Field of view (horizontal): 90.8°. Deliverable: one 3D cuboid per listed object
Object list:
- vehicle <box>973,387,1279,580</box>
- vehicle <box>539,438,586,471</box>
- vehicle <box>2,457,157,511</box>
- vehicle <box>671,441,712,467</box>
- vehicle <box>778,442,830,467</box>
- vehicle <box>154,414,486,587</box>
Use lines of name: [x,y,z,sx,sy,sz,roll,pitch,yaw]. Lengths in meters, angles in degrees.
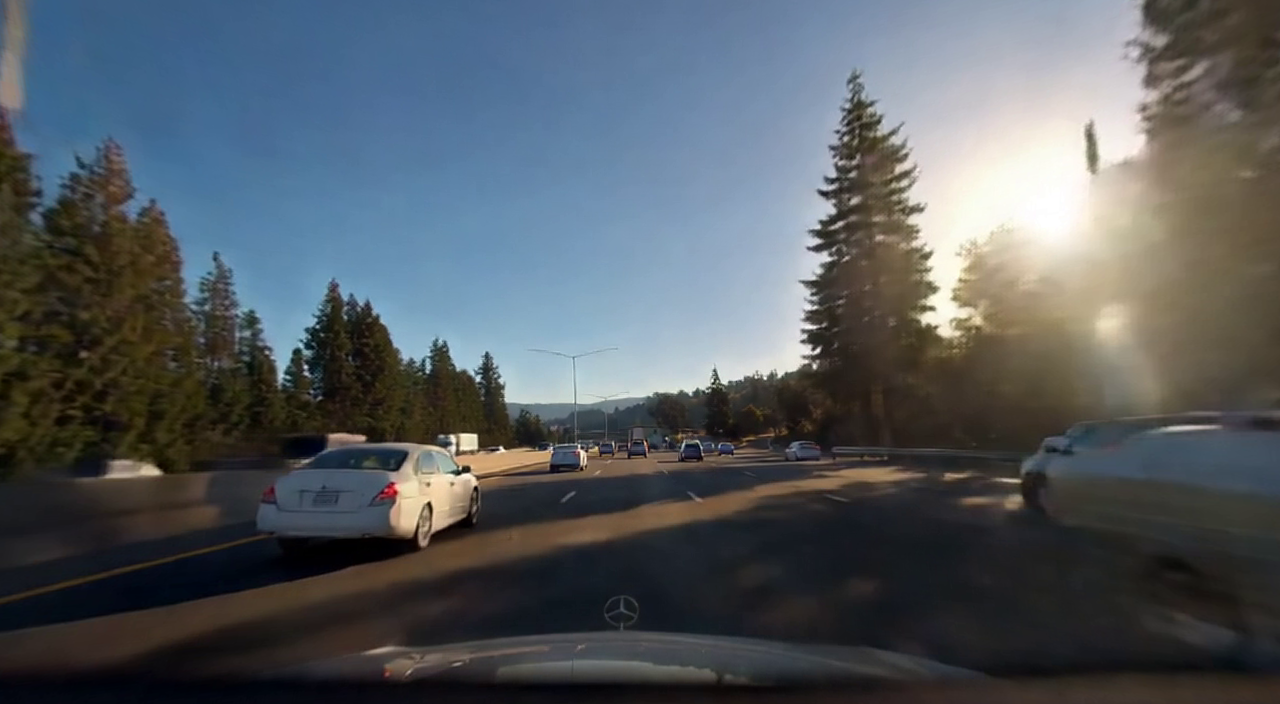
vehicle: [6.490,1.461,7.776,2.105,1.655,4.652,0,-8,-2]
vehicle: [-4.078,5.455,33.755,1.992,1.651,4.185,0,-8,0]
vehicle: [-15.939,3.726,18.203,1.459,1.318,3.318,0,-8,-1]
vehicle: [3.103,6.243,38.830,2.007,1.469,4.337,0,-8,-2]
vehicle: [9.609,6.044,37.294,1.910,1.384,3.867,0,-8,-2]
vehicle: [-3.634,1.759,8.360,2.119,1.654,4.353,0,-8,0]
